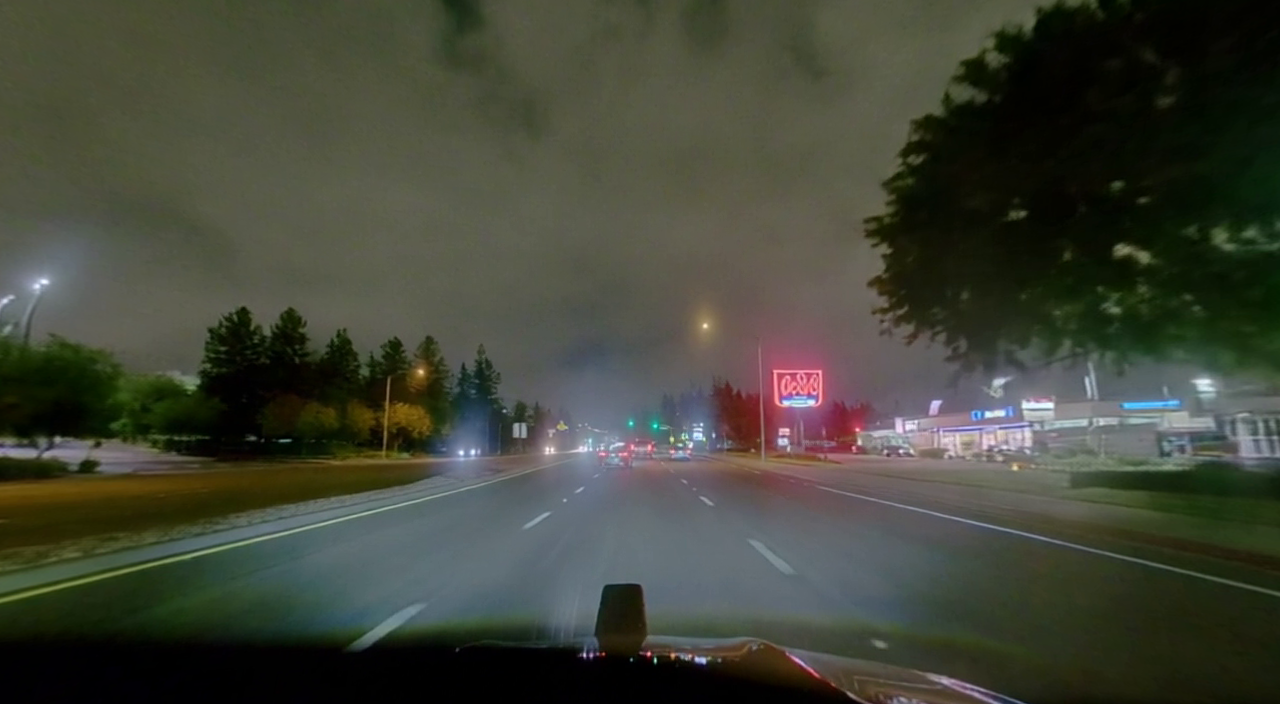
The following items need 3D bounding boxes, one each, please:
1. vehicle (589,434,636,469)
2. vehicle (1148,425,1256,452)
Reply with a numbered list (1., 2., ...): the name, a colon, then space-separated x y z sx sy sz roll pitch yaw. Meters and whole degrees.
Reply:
1. vehicle: -1.546 5.895 37.449 2.222 1.899 5.006 0 -8 4
2. vehicle: 38.564 5.961 43.183 5.170 1.787 2.248 0 -8 2
